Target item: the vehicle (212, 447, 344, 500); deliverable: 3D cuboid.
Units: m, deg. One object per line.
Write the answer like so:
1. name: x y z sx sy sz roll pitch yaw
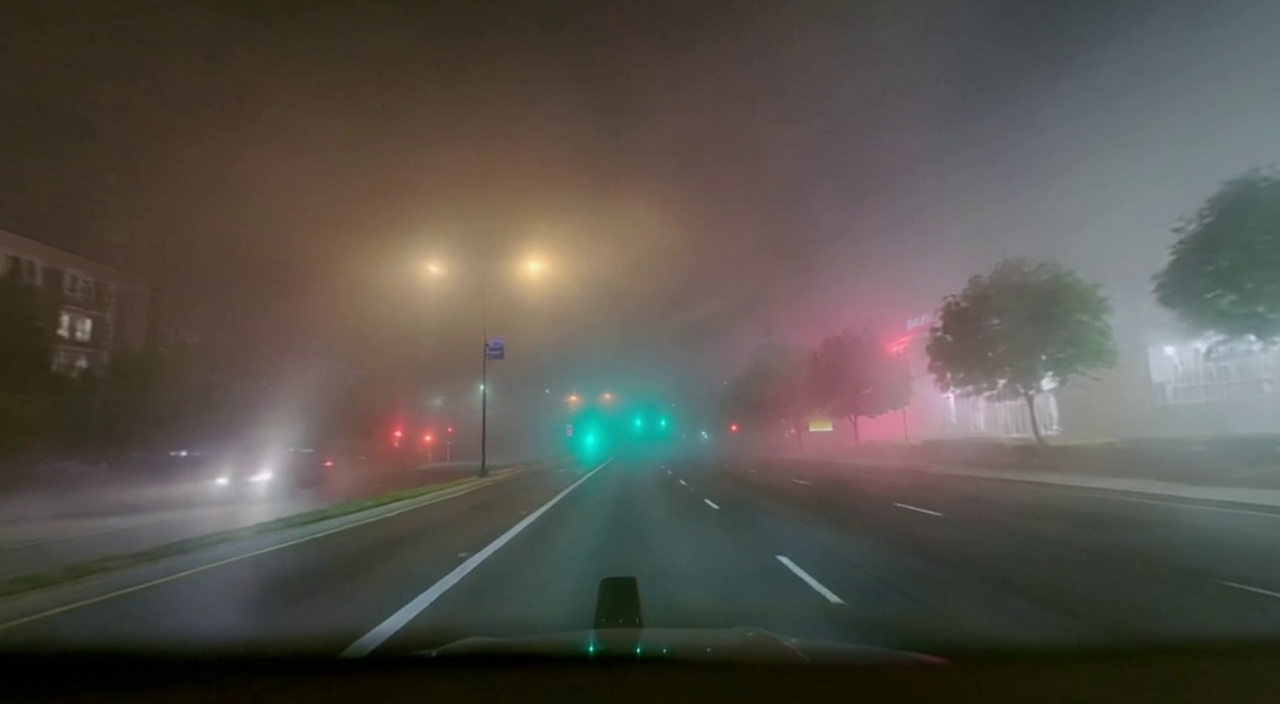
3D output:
1. vehicle: -12.802 4.281 22.779 2.090 1.691 4.497 0 -8 0
